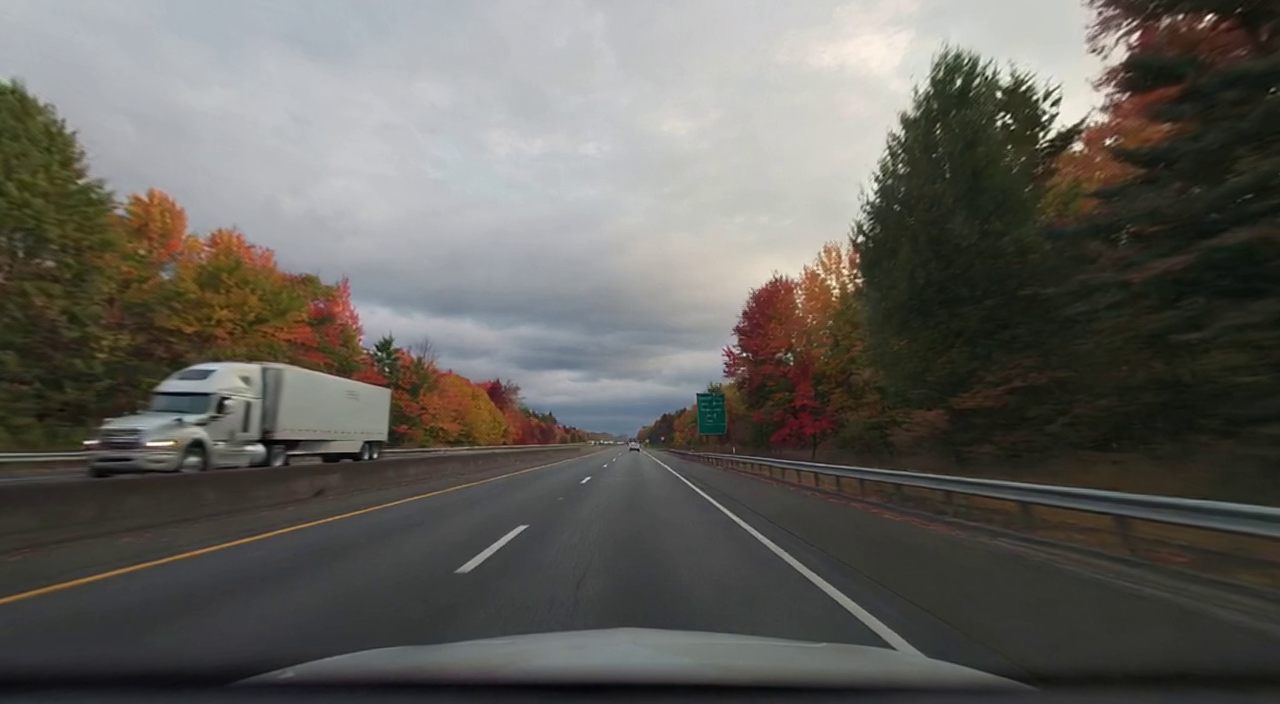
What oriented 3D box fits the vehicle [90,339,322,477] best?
[{"bbox_3d":[-15.008,2.246,22.759,2.939,4.133,7.597,-1,-9,-1],"label":"vehicle"}]
